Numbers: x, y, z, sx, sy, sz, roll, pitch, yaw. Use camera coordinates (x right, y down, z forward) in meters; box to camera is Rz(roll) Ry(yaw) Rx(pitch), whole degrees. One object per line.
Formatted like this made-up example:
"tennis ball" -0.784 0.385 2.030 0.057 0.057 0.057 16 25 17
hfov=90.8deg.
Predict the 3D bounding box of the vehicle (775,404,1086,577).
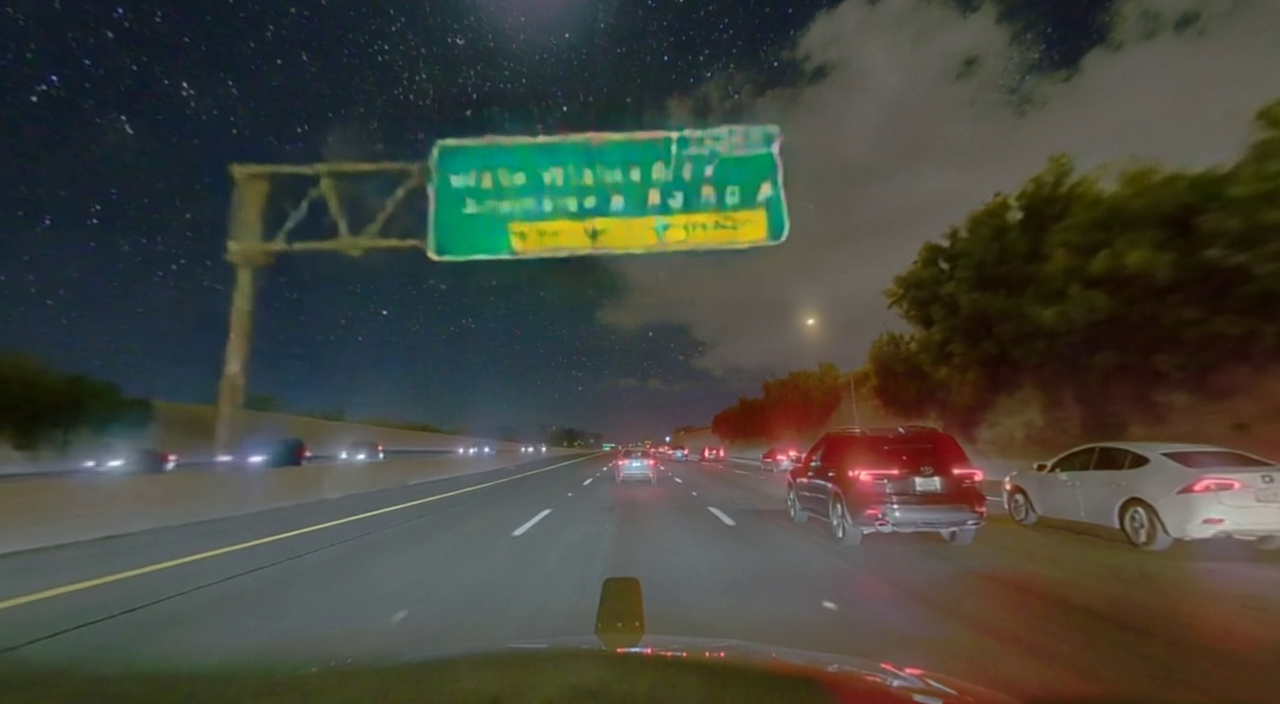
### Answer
"vehicle" 3.570 1.806 9.069 2.162 1.800 4.693 0 -9 -1

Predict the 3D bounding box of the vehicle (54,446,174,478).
"vehicle" -25.759 5.380 31.208 1.857 1.452 4.788 0 -9 -1

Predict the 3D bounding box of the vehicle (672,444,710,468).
"vehicle" 3.296 6.845 41.799 1.998 1.490 4.296 0 -9 -2

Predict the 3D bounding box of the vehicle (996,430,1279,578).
"vehicle" 7.077 1.852 8.583 1.872 1.469 4.414 0 -9 0

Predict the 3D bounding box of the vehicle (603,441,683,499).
"vehicle" 0.045 3.389 18.573 2.098 1.475 3.997 0 -9 -1

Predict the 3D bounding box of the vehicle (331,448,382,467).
"vehicle" -21.871 8.142 48.959 1.992 1.424 4.365 0 -9 -1

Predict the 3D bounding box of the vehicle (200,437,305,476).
"vehicle" -18.002 4.869 29.638 1.994 1.658 4.646 0 -9 0
